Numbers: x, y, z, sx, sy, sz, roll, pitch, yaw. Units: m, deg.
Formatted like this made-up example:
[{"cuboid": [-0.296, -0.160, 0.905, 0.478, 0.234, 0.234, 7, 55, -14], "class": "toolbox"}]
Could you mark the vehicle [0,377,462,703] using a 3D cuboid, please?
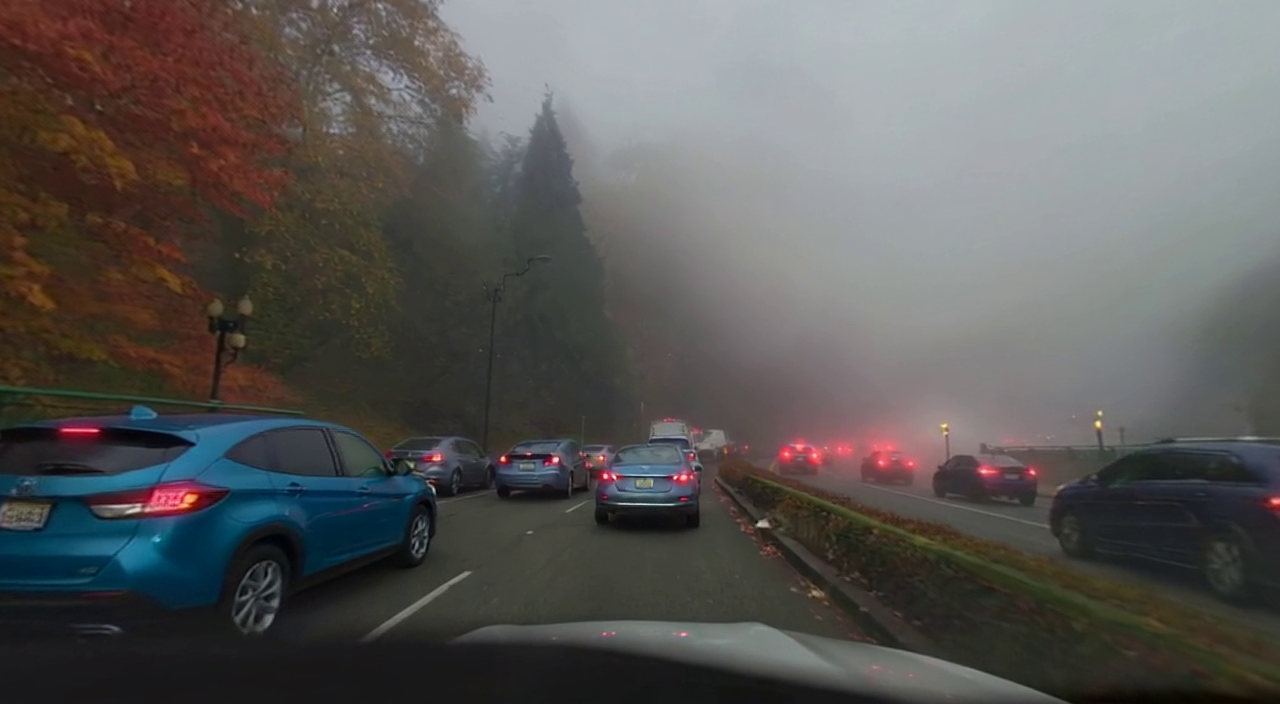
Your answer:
[{"cuboid": [-3.159, 1.249, 5.062, 1.988, 1.635, 4.260, 0, -9, 3], "class": "vehicle"}]

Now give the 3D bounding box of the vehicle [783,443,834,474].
[{"cuboid": [8.880, 5.630, 33.522, 1.944, 1.544, 4.301, 0, -9, 7], "class": "vehicle"}]

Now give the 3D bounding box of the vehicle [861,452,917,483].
[{"cuboid": [12.868, 5.953, 32.786, 1.749, 1.481, 3.808, 0, -9, 6], "class": "vehicle"}]

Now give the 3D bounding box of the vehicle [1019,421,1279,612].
[{"cuboid": [6.512, 1.636, 6.859, 2.011, 1.610, 4.568, 0, -9, 2], "class": "vehicle"}]

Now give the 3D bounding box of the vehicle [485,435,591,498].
[{"cuboid": [-2.791, 3.275, 18.419, 1.974, 1.549, 4.603, 0, -9, 5], "class": "vehicle"}]

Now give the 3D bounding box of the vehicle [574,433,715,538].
[{"cuboid": [0.214, 2.288, 11.488, 2.090, 1.506, 4.276, 0, -9, 4], "class": "vehicle"}]

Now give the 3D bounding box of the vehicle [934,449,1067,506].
[{"cuboid": [11.342, 3.922, 20.248, 1.934, 1.585, 4.397, 0, -9, 5], "class": "vehicle"}]
